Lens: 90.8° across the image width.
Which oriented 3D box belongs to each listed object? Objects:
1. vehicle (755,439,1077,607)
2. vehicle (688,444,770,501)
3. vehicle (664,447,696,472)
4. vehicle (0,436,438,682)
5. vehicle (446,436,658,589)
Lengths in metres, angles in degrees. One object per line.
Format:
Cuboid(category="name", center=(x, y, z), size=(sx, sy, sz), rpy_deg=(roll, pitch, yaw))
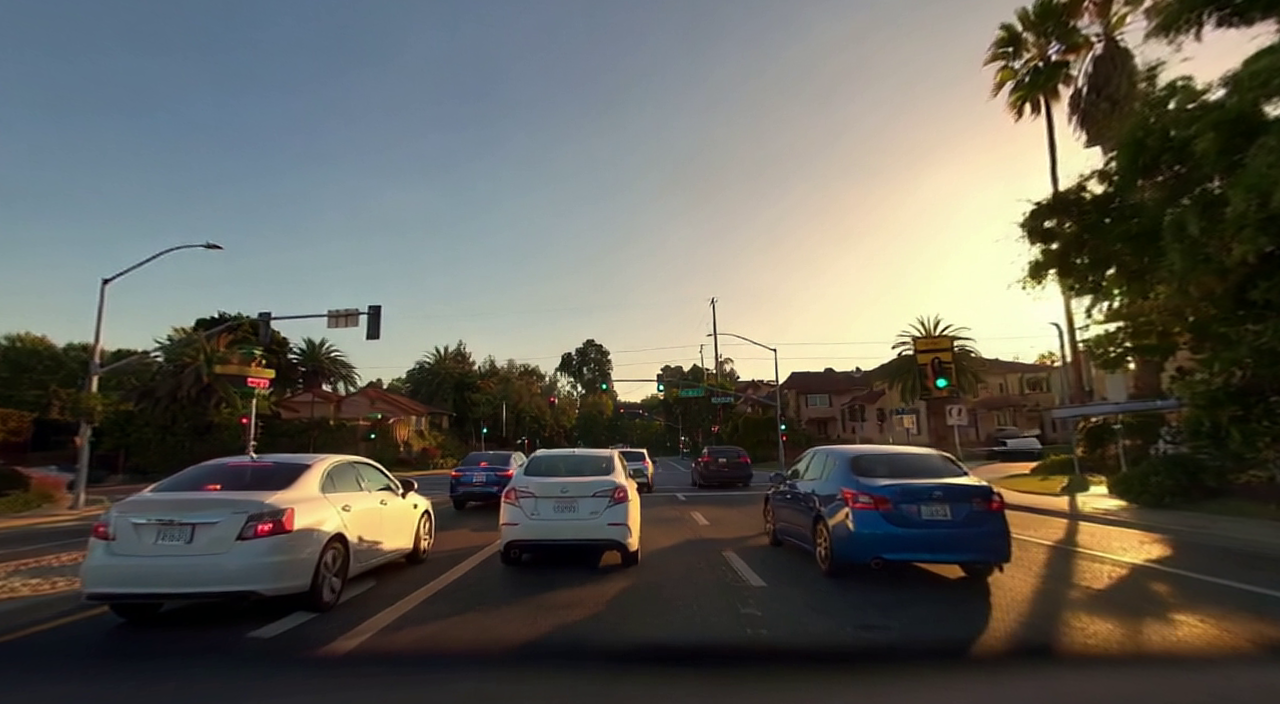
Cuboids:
Cuboid(category="vehicle", center=(2.859, 1.851, 7.839), size=(2.014, 1.464, 4.312), rpy_deg=(0, -9, 0))
Cuboid(category="vehicle", center=(2.733, 3.819, 20.401), size=(1.956, 1.615, 4.205), rpy_deg=(0, -9, -1))
Cuboid(category="vehicle", center=(2.920, 7.974, 47.109), size=(2.063, 1.750, 4.410), rpy_deg=(0, -9, -1))
Cuboid(category="vehicle", center=(-3.698, 1.605, 6.149), size=(2.058, 1.474, 4.473), rpy_deg=(0, -9, -1))
Cuboid(category="vehicle", center=(-0.924, 1.893, 8.269), size=(2.104, 1.500, 3.815), rpy_deg=(0, -9, -2))
